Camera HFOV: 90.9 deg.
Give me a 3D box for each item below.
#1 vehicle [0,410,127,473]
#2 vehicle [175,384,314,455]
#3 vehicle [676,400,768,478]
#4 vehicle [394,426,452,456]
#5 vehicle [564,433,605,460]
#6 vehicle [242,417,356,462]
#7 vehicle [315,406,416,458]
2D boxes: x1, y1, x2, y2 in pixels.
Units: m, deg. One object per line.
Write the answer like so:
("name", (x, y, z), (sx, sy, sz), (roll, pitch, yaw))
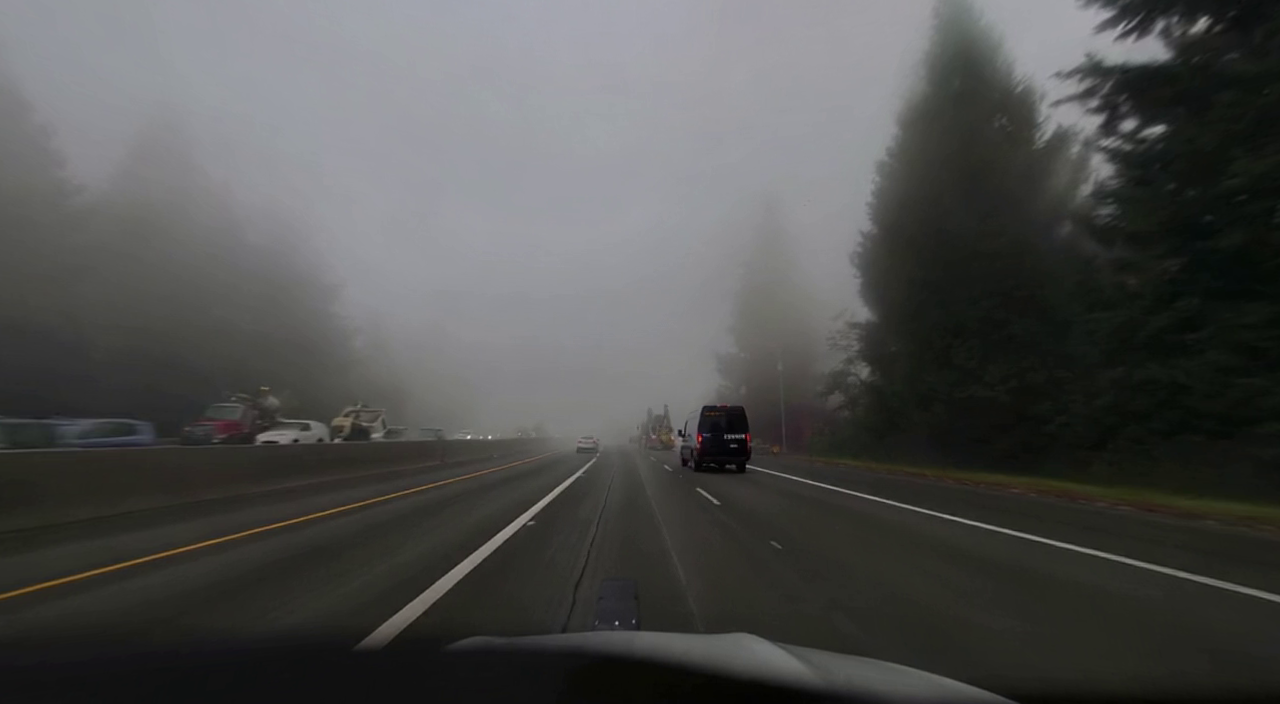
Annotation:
("vehicle", (-18.861, 2.828, 19.954), (1.857, 1.778, 3.999), (0, -8, -2))
("vehicle", (-23.016, 4.122, 37.446), (2.994, 3.779, 8.255), (0, -8, -1))
("vehicle", (2.839, 3.226, 23.472), (2.386, 2.509, 5.880), (0, -8, -3))
("vehicle", (-12.191, 5.034, 35.673), (1.883, 1.546, 4.149), (0, -8, -2))
("vehicle", (-3.249, 5.631, 37.693), (2.217, 1.502, 4.222), (0, -8, -2))
("vehicle", (-15.050, 3.908, 28.273), (2.387, 1.839, 5.110), (0, -8, -2))
("vehicle", (-15.341, 4.574, 35.834), (2.663, 2.619, 7.101), (0, -8, -1))
